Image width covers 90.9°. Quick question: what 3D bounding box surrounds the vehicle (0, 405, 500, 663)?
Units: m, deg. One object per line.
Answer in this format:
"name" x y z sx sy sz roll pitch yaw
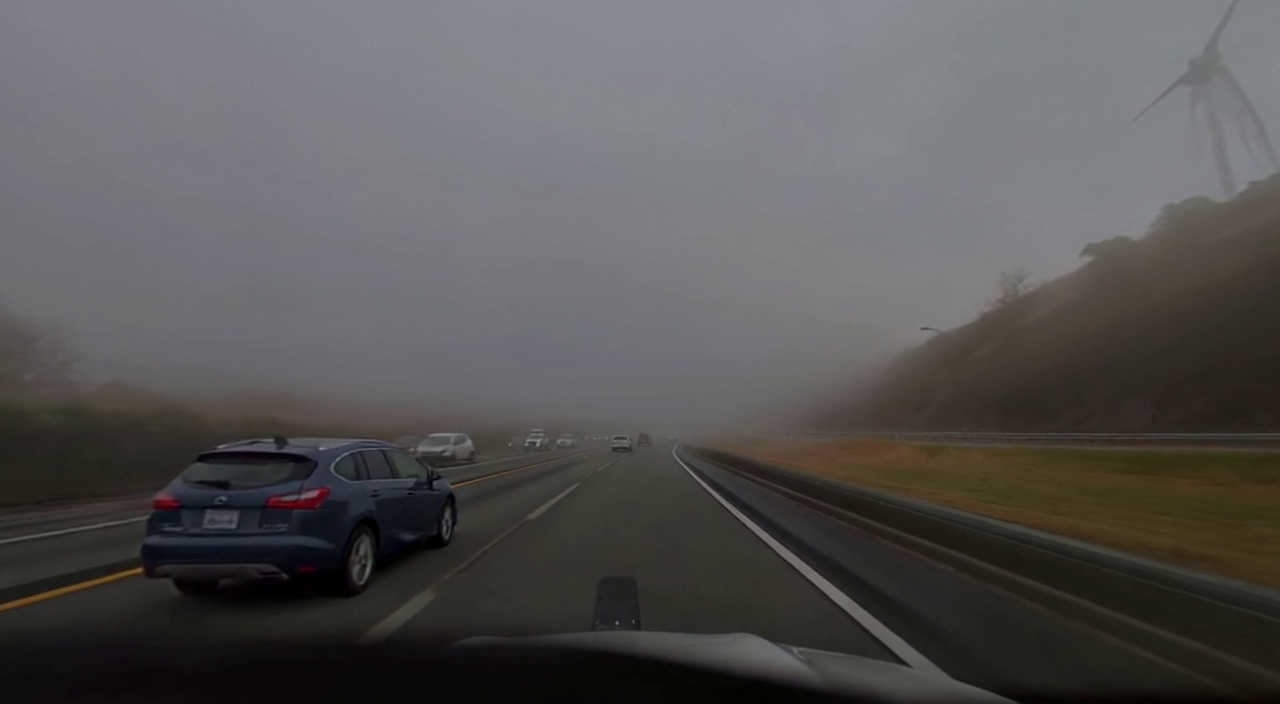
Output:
"vehicle" -2.769 1.327 5.836 1.918 1.443 4.422 0 -8 0

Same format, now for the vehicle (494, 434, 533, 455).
"vehicle" -9.354 6.861 46.851 1.866 1.501 3.849 0 -8 3

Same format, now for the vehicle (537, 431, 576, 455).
"vehicle" -5.736 6.308 43.790 2.012 1.564 3.878 0 -8 3
